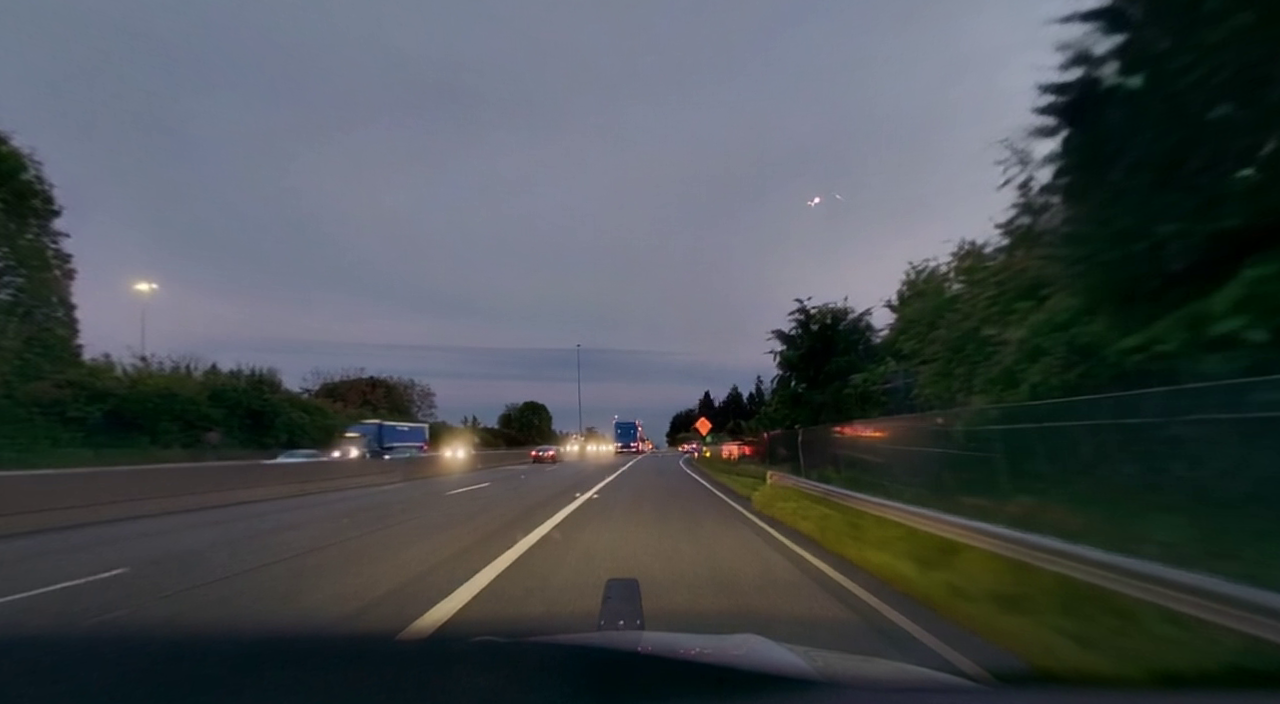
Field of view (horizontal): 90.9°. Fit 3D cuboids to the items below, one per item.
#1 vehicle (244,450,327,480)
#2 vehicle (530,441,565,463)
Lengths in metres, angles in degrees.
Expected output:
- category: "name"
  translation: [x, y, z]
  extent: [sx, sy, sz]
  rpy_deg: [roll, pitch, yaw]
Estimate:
- category: "vehicle"
  translation: [-18.616, 5.937, 33.307]
  extent: [1.848, 1.421, 4.190]
  rpy_deg: [0, -9, 2]
- category: "vehicle"
  translation: [-6.869, 7.464, 47.064]
  extent: [1.893, 1.566, 4.051]
  rpy_deg: [-1, -9, 2]
